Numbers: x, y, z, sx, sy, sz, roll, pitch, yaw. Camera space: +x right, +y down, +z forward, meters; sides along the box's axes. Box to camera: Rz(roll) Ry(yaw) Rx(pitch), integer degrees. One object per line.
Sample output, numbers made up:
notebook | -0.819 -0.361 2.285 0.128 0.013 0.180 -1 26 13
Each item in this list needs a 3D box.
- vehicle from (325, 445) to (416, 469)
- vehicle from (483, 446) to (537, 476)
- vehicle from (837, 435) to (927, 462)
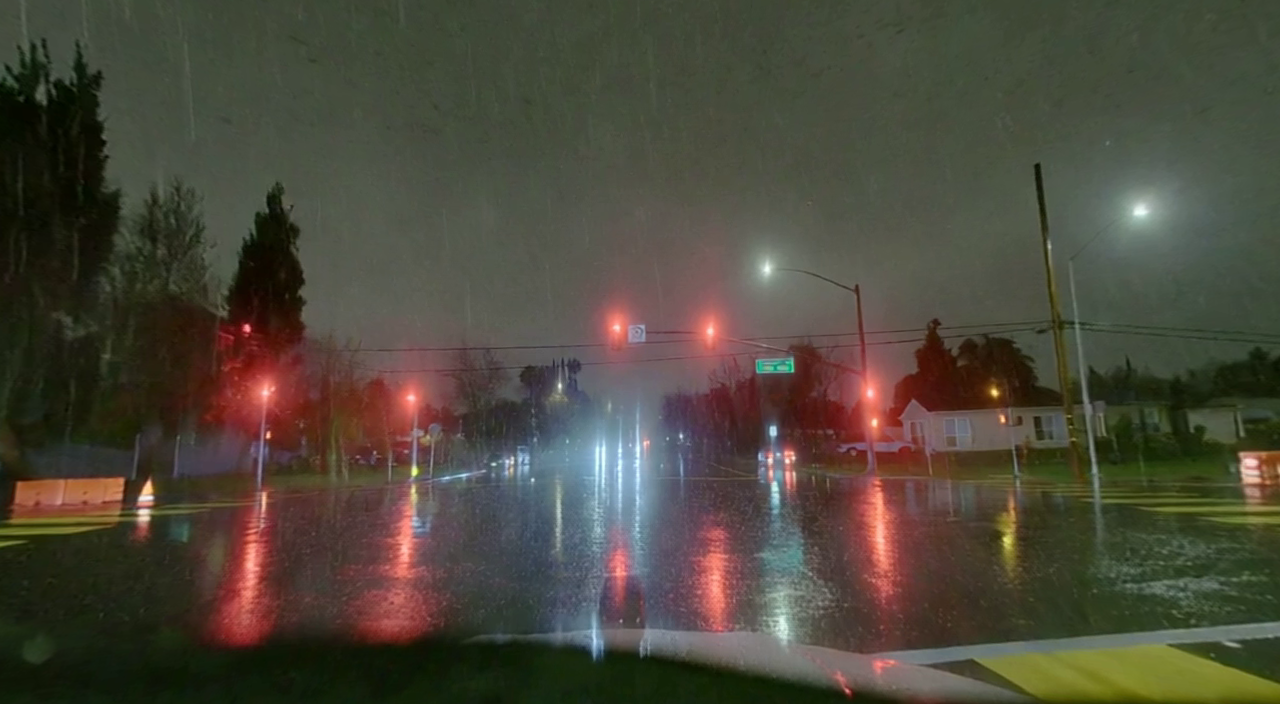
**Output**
vehicle | -16.388 6.384 38.610 4.713 1.409 1.918 0 -8 -2
vehicle | -6.598 5.543 32.411 1.881 1.452 4.121 0 -8 0
vehicle | 15.380 6.172 40.327 4.892 1.656 1.856 0 -8 0
